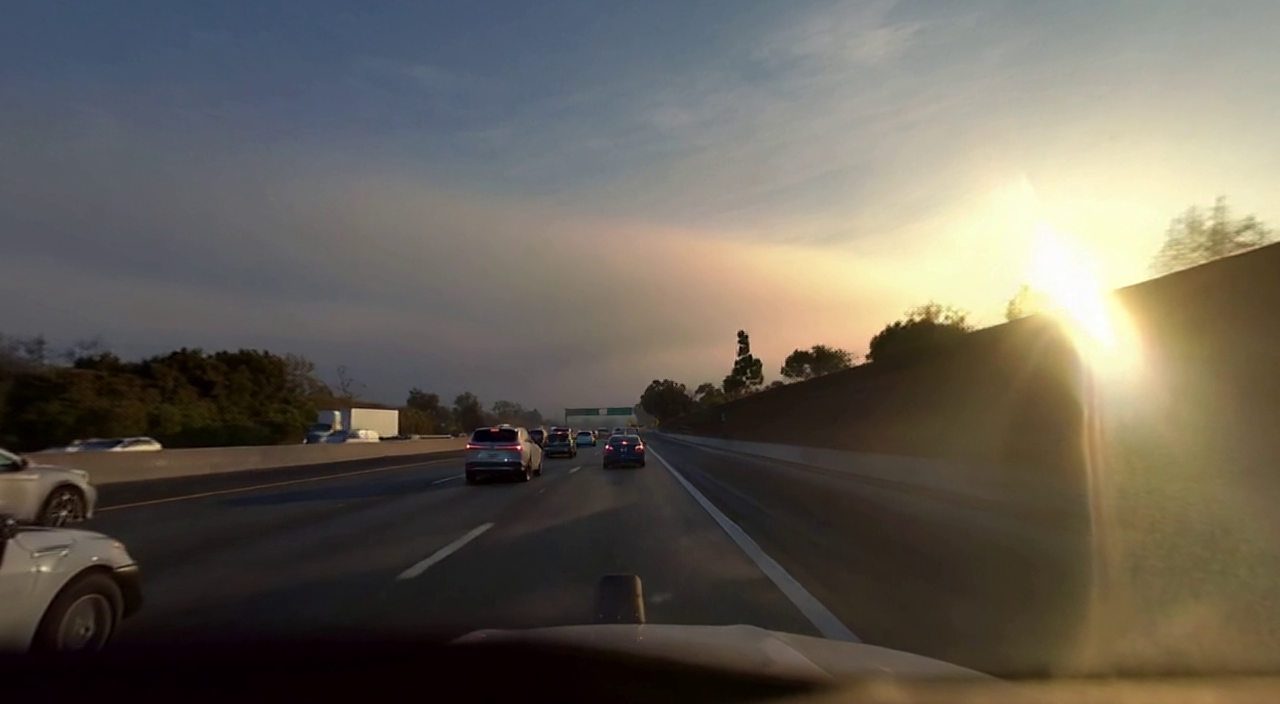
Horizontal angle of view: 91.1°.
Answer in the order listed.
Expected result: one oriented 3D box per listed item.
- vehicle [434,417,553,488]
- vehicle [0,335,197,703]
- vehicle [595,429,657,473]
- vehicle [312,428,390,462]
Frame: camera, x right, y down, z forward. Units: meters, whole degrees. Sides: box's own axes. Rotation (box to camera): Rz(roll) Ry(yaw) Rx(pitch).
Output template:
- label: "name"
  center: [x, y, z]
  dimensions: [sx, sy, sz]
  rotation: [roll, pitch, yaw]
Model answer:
- label: "vehicle"
  center: [-3.866, 2.746, 17.559]
  dimensions: [2.154, 1.690, 4.595]
  rotation: [0, -8, 1]
- label: "vehicle"
  center: [-3.748, 0.651, 1.609]
  dimensions: [2.107, 1.703, 4.274]
  rotation: [0, -8, -1]
- label: "vehicle"
  center: [-0.480, 3.572, 23.043]
  dimensions: [2.070, 1.452, 3.834]
  rotation: [0, -8, -1]
- label: "vehicle"
  center: [-15.546, 5.028, 34.155]
  dimensions: [2.078, 1.665, 4.538]
  rotation: [0, -8, 0]
